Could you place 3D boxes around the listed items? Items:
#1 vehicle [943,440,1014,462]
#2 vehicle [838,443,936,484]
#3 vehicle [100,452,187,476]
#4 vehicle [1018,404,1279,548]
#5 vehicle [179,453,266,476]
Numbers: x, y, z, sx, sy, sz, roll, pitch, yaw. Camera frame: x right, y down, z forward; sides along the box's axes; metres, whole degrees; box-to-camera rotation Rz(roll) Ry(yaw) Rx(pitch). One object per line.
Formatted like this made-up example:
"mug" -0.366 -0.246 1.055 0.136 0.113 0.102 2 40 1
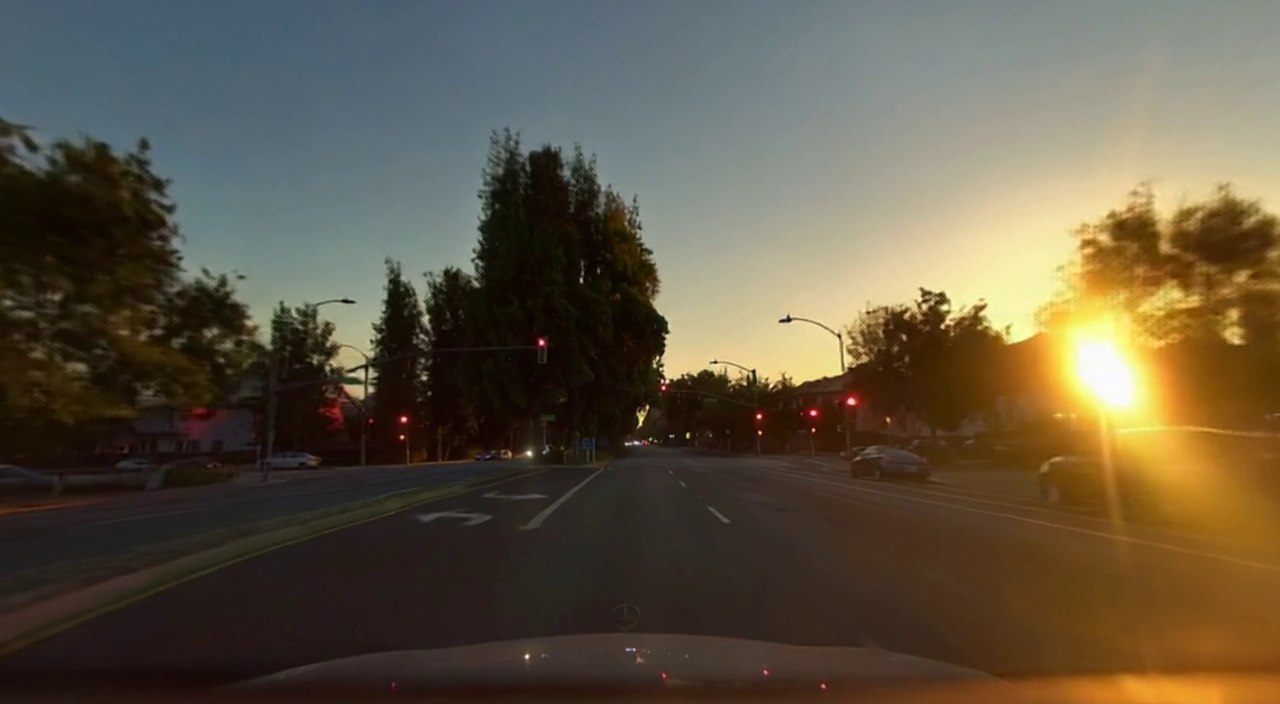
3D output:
"vehicle" 23.912 6.992 44.765 3.985 1.474 1.764 0 -8 0
"vehicle" 9.812 4.448 25.563 1.918 1.483 4.813 0 -8 -1
"vehicle" -35.519 8.010 45.237 4.563 1.451 2.046 -2 -8 1
"vehicle" 9.814 2.115 11.576 2.245 1.983 5.433 0 -8 -2
"vehicle" -29.462 7.941 44.680 4.692 1.476 1.946 0 -8 -2
